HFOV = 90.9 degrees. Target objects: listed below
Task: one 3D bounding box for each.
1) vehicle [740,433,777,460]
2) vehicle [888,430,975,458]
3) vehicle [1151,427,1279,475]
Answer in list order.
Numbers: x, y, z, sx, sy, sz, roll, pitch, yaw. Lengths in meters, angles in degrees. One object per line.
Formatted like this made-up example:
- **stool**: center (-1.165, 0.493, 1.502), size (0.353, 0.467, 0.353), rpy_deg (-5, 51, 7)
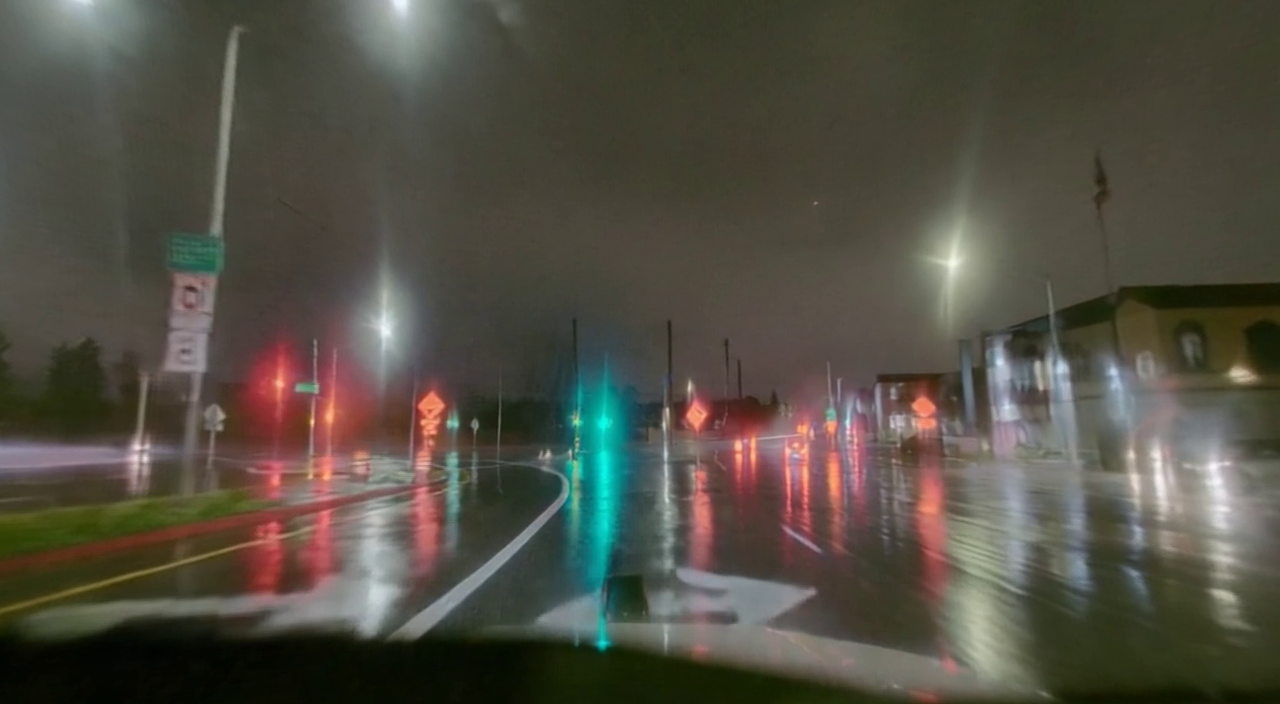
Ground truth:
- **vehicle**: center (8.301, 6.708, 44.610), size (2.150, 1.779, 4.423), rpy_deg (-1, -9, 6)
- **vehicle**: center (18.811, 5.986, 40.867), size (4.615, 1.738, 1.990), rpy_deg (-1, -9, 5)
- **vehicle**: center (23.773, 3.978, 25.401), size (4.703, 1.808, 1.987), rpy_deg (1, -9, -4)
